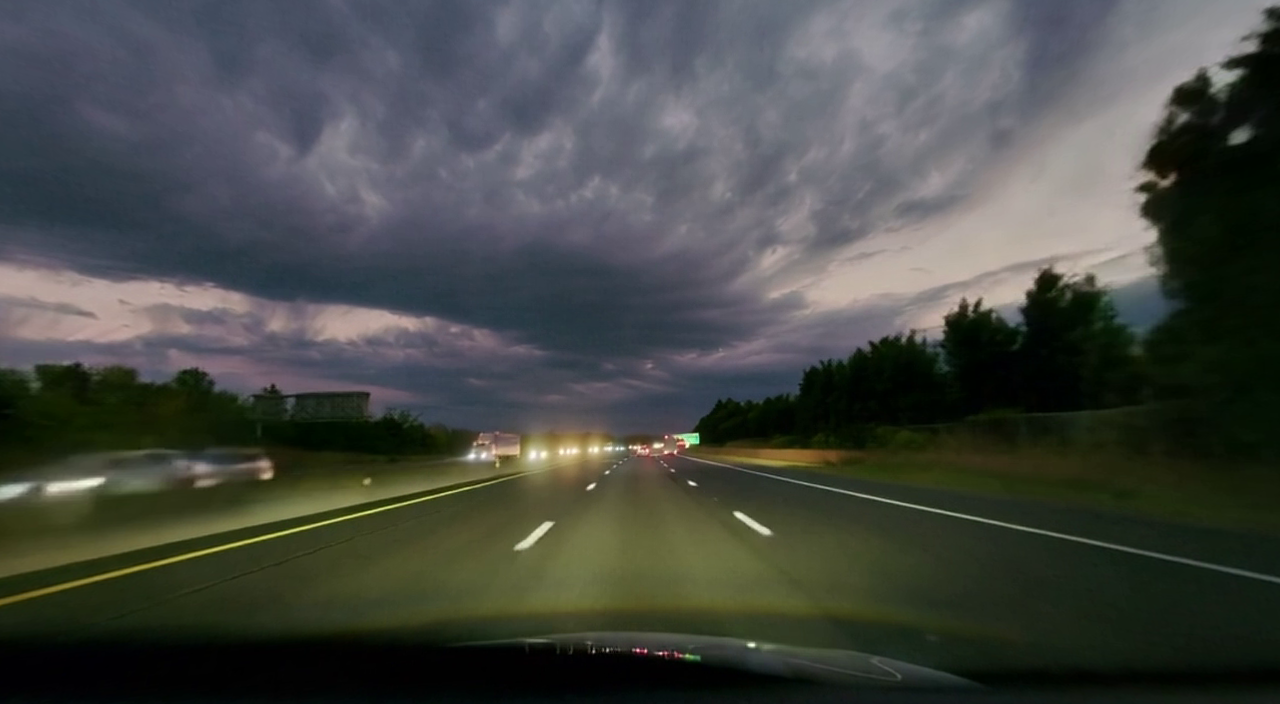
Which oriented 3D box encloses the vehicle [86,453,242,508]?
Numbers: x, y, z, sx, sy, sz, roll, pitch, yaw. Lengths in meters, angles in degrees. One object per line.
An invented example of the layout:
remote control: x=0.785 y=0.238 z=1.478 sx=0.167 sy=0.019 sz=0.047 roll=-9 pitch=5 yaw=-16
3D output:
vehicle: x=-15.670 y=4.213 z=21.057 sx=1.828 sy=1.570 sz=4.326 roll=0 pitch=-9 yaw=-1
